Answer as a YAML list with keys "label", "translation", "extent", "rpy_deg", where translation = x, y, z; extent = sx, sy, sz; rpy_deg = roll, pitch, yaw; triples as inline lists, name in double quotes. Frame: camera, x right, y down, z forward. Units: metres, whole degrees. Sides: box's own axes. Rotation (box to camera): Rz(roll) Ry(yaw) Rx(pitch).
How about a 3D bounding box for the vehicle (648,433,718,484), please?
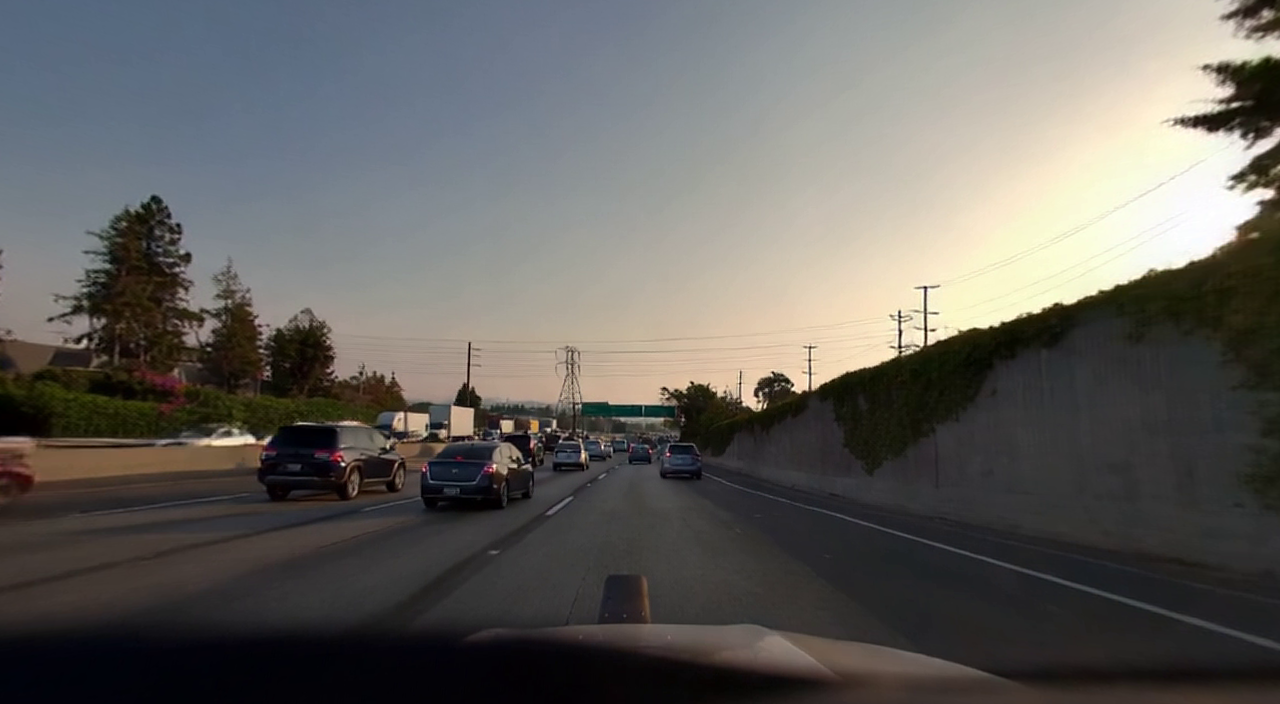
- label: "vehicle"
  translation: [1.887, 5.013, 29.992]
  extent: [2.793, 2.132, 5.682]
  rpy_deg: [1, -9, -1]

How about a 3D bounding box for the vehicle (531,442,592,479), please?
- label: "vehicle"
  translation: [-3.437, 4.894, 28.637]
  extent: [2.049, 1.530, 4.707]
  rpy_deg: [0, -9, 1]

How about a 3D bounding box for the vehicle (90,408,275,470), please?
- label: "vehicle"
  translation: [-16.059, 3.184, 22.733]
  extent: [2.235, 1.923, 5.808]
  rpy_deg: [0, -9, 1]

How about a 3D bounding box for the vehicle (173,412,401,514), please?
- label: "vehicle"
  translation: [-7.275, 2.360, 13.772]
  extent: [2.222, 1.825, 4.640]
  rpy_deg: [0, -9, 0]

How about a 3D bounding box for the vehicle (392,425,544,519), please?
- label: "vehicle"
  translation: [-3.556, 2.574, 14.040]
  extent: [2.026, 1.719, 4.490]
  rpy_deg: [0, -9, 1]
